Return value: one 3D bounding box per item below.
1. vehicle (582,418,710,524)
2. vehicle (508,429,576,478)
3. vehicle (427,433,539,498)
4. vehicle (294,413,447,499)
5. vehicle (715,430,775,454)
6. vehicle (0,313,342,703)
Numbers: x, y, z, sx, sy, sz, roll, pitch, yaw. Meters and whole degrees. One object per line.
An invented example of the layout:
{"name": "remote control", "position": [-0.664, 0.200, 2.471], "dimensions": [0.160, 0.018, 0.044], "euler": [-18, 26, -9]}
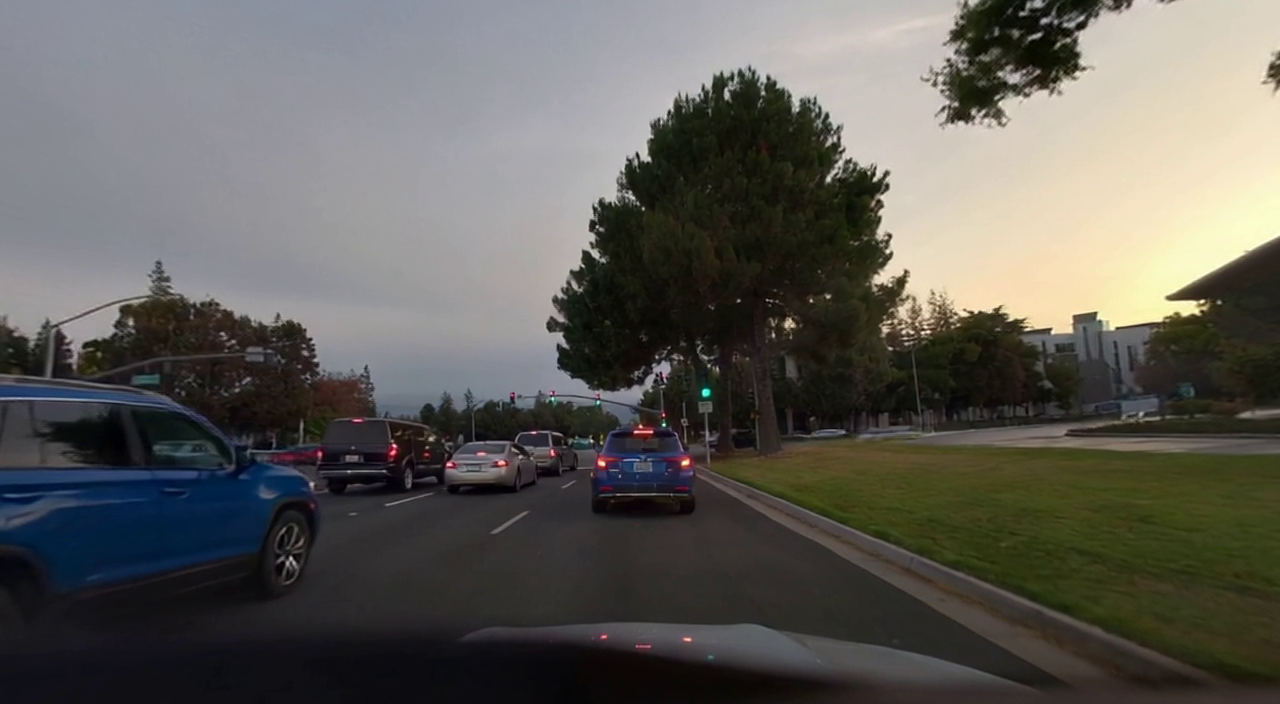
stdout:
{"name": "vehicle", "position": [0.090, 2.229, 12.338], "dimensions": [2.055, 1.681, 4.270], "euler": [0, -9, 0]}
{"name": "vehicle", "position": [-3.917, 4.143, 25.956], "dimensions": [2.043, 1.813, 4.549], "euler": [0, -9, 0]}
{"name": "vehicle", "position": [-4.068, 3.017, 17.180], "dimensions": [1.942, 1.523, 4.212], "euler": [0, -9, 0]}
{"name": "vehicle", "position": [-7.401, 2.946, 18.145], "dimensions": [2.195, 2.093, 5.185], "euler": [0, -9, -1]}
{"name": "vehicle", "position": [7.683, 6.609, 46.283], "dimensions": [4.198, 1.751, 1.935], "euler": [-2, -9, 11]}
{"name": "vehicle", "position": [-4.069, 0.937, 3.847], "dimensions": [2.088, 1.947, 5.119], "euler": [0, -9, -1]}
